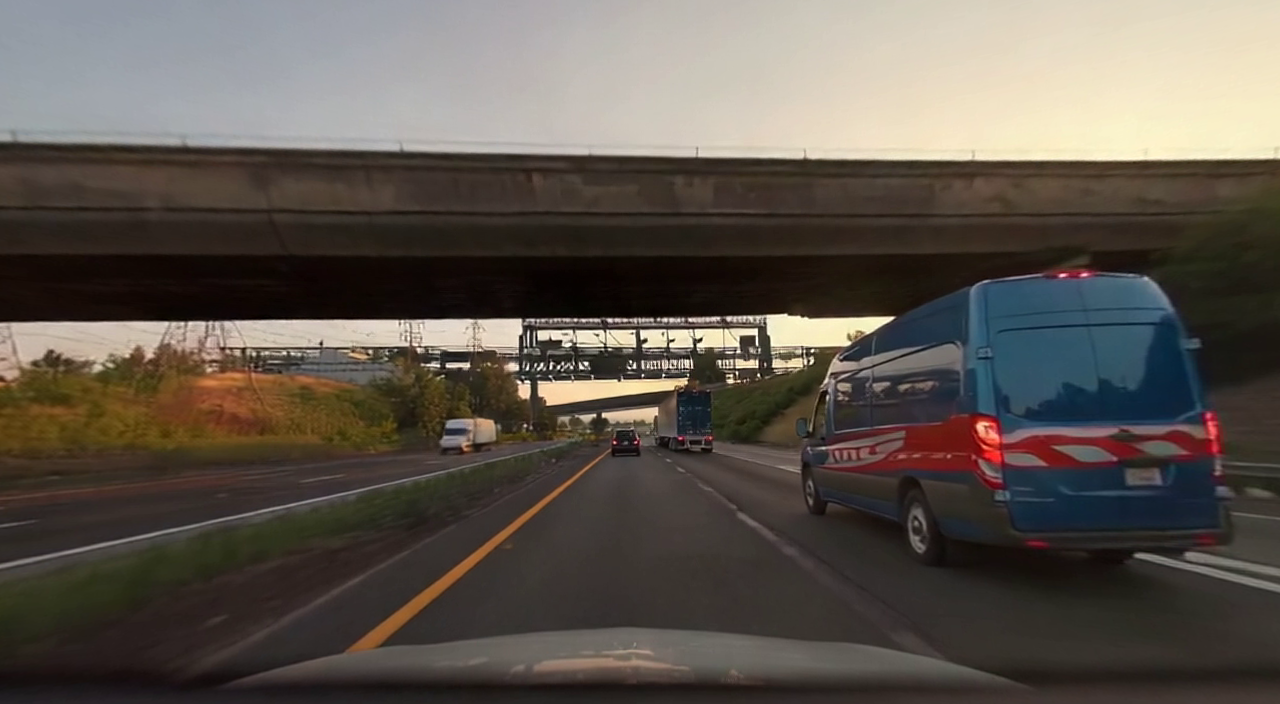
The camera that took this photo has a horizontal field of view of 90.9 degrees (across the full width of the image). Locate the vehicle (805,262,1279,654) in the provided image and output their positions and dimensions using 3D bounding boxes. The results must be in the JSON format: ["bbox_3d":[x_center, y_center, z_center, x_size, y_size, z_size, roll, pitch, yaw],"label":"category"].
[{"bbox_3d":[3.798,1.004,6.782,2.387,2.506,5.374,0,-8,-2],"label":"vehicle"}]

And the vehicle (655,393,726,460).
[{"bbox_3d":[3.067,5.260,43.399,3.096,3.759,15.119,0,-8,-2],"label":"vehicle"}]

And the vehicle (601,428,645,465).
[{"bbox_3d":[-0.874,4.748,31.916,2.073,1.750,4.116,0,-8,-2],"label":"vehicle"}]
